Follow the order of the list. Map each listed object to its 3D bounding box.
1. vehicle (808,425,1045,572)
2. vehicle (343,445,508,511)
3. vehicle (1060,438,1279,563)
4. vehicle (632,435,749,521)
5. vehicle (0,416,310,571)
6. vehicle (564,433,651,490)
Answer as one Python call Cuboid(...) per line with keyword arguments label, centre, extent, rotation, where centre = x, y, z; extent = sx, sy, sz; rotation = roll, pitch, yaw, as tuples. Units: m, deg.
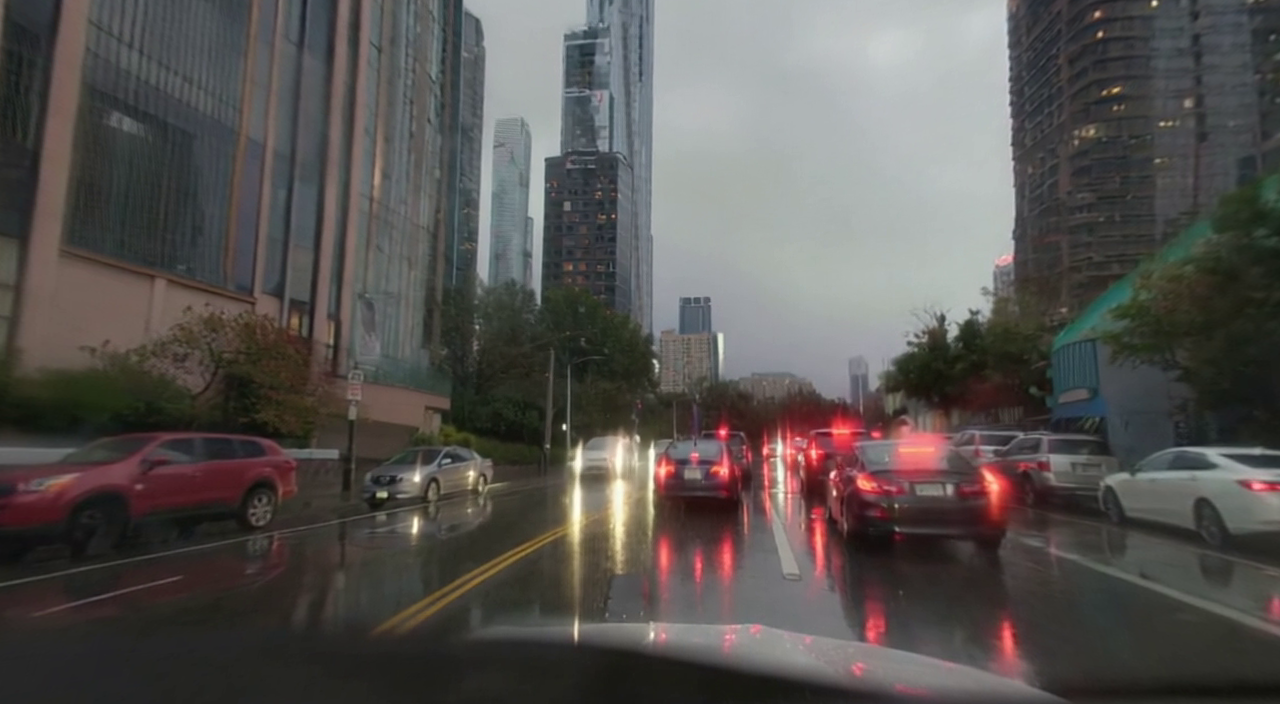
Cuboid(label="vehicle", centre=(3.585, 1.855, 8.826), extent=(1.982, 1.510, 4.144), rotation=(-2, -8, 10))
Cuboid(label="vehicle", centre=(-5.483, 3.242, 16.843), extent=(1.928, 1.503, 4.322), rotation=(-3, -9, 17))
Cuboid(label="vehicle", centre=(8.828, 2.123, 9.880), extent=(1.901, 1.500, 4.729), rotation=(-1, -8, 10))
Cuboid(label="vehicle", centre=(1.168, 2.469, 12.905), extent=(2.031, 1.461, 3.763), rotation=(-1, -8, 9))
Cuboid(label="vehicle", centre=(-7.671, 2.096, 9.895), extent=(1.934, 1.770, 4.546), rotation=(-9, -9, 10))
Cuboid(label="vehicle", centre=(-0.996, 3.731, 21.807), extent=(2.030, 1.730, 4.453), rotation=(-2, -9, 10))
